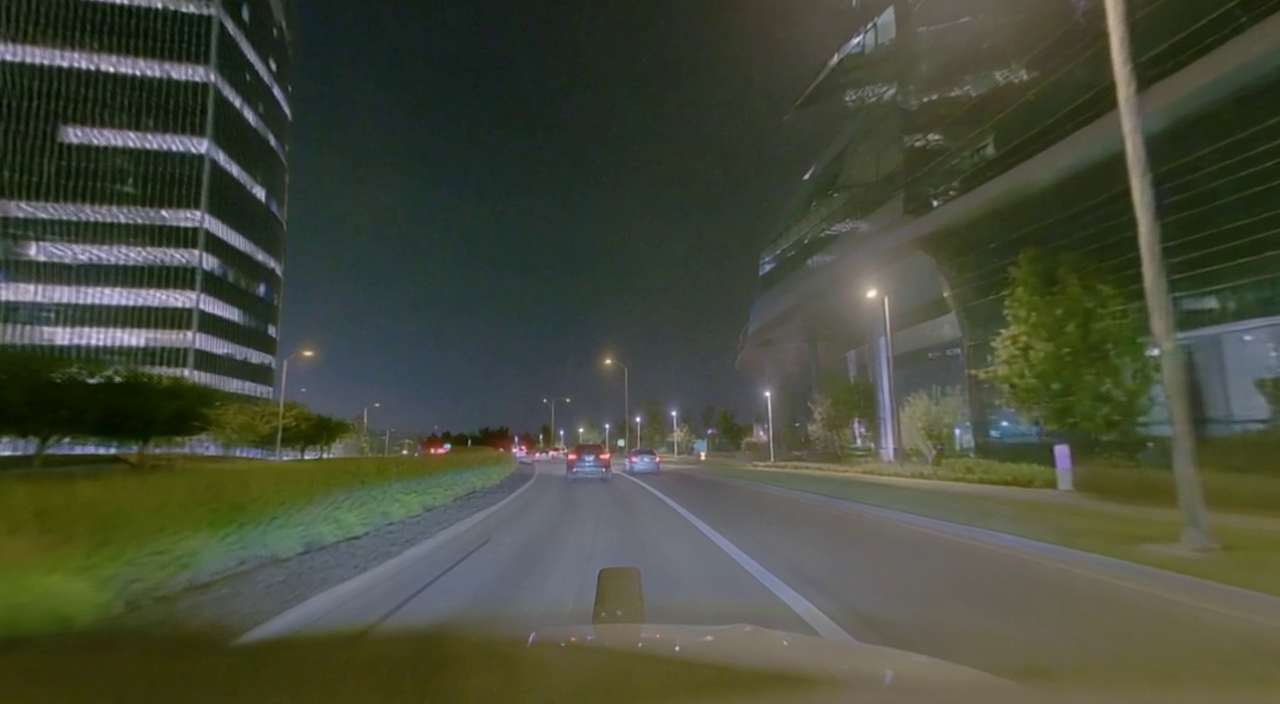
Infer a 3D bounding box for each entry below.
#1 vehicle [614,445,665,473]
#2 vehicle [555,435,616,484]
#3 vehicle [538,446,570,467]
[{"bbox_3d":[-0.102,6.122,36.171,2.116,1.506,4.355,2,-9,-11],"label":"vehicle"},{"bbox_3d":[-2.188,4.240,25.032,2.173,1.761,4.374,1,-9,-6],"label":"vehicle"},{"bbox_3d":[-6.798,8.166,49.260,2.029,1.515,4.494,2,-9,-13],"label":"vehicle"}]
